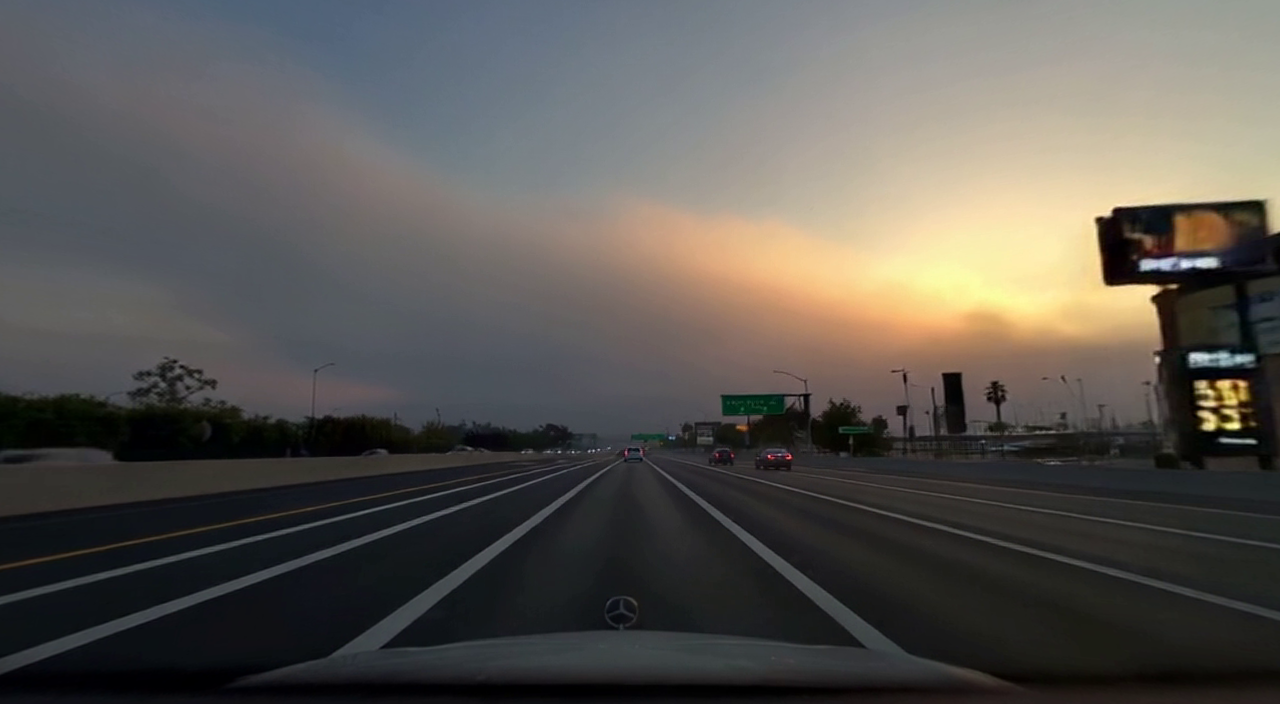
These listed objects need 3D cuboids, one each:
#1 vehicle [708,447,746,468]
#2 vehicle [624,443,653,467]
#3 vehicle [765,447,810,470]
[{"bbox_3d":[6.337,7.760,46.576,1.976,1.477,4.448,0,-9,-2],"label":"vehicle"},{"bbox_3d":[-0.172,8.091,49.988,2.154,1.786,5.045,0,-8,-1],"label":"vehicle"},{"bbox_3d":[10.199,7.378,43.934,1.953,1.473,4.512,0,-9,-1],"label":"vehicle"}]
